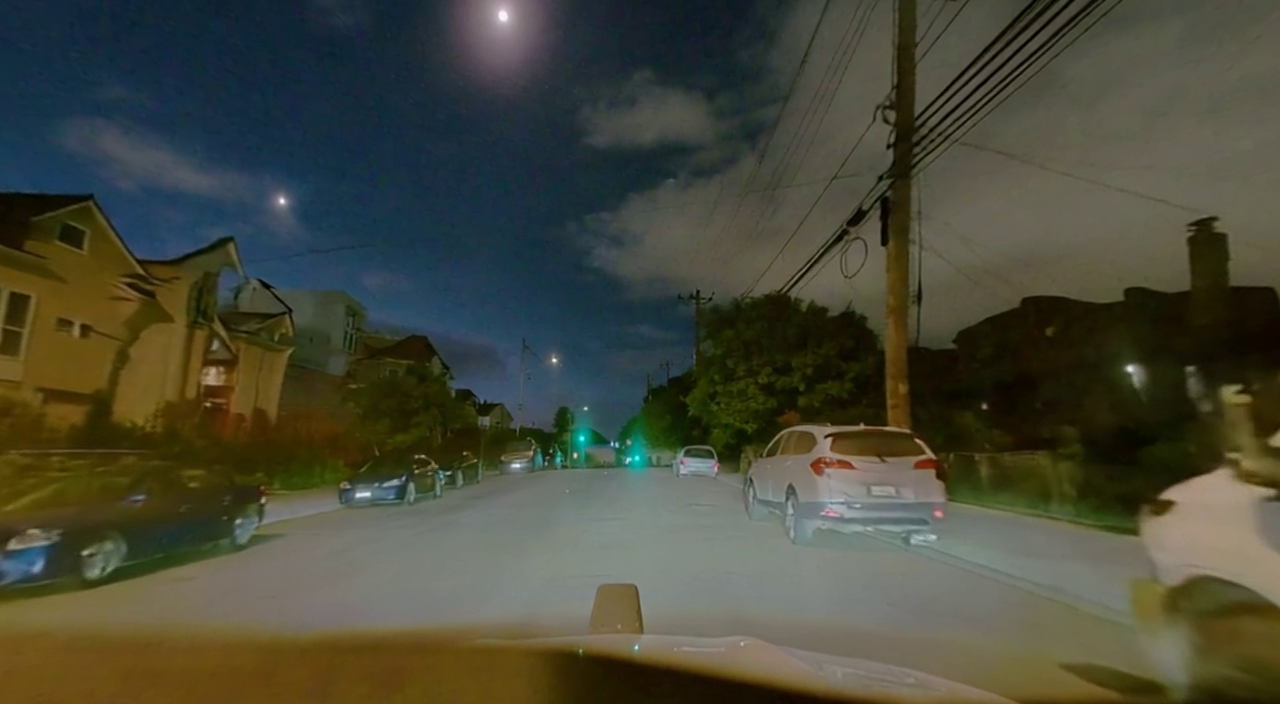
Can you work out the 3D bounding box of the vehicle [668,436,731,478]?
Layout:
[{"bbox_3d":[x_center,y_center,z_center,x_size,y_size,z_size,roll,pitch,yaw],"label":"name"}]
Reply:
[{"bbox_3d":[2.821,5.166,31.395,2.365,1.874,5.669,0,-8,-2],"label":"vehicle"}]

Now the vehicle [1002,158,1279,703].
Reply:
[{"bbox_3d":[3.173,0.405,1.128,2.295,2.279,4.578,0,-8,1],"label":"vehicle"}]

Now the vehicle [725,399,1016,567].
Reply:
[{"bbox_3d":[3.079,1.924,10.160,2.427,1.947,5.329,0,-8,-3],"label":"vehicle"}]

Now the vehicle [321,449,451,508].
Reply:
[{"bbox_3d":[-6.745,3.362,17.362,1.958,1.359,4.357,0,-8,-3],"label":"vehicle"}]

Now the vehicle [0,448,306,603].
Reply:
[{"bbox_3d":[-6.558,2.060,8.582,1.866,1.474,4.753,1,-8,-6],"label":"vehicle"}]

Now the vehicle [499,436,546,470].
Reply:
[{"bbox_3d":[-7.262,6.309,39.605,2.183,1.972,4.817,0,-8,-2],"label":"vehicle"}]
